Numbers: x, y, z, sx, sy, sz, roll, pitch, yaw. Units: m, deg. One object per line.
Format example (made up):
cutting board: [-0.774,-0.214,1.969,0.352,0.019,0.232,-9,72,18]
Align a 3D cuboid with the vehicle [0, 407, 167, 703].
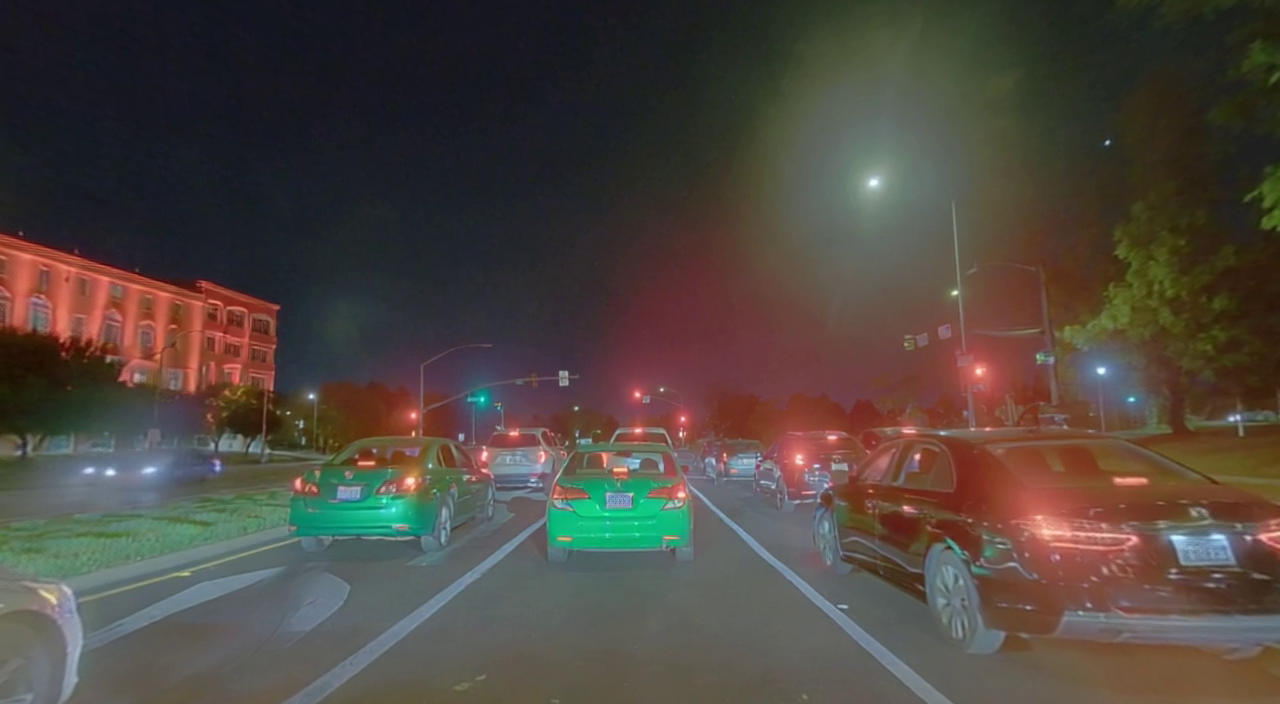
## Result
vehicle: [-3.355,0.715,0.847,1.863,1.448,4.697,0,-8,-1]

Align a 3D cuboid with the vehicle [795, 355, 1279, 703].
vehicle: [3.004,1.195,5.158,2.196,1.676,4.865,0,-8,-1]

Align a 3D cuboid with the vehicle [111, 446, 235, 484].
vehicle: [-19.593,4.716,26.803,2.075,1.445,4.597,1,-8,-6]

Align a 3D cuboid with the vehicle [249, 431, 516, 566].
vehicle: [-3.201,1.890,8.945,1.917,1.441,4.128,-1,-8,2]

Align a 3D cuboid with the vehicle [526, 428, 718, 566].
vehicle: [-0.203,1.833,8.710,2.041,1.450,3.847,0,-8,0]
